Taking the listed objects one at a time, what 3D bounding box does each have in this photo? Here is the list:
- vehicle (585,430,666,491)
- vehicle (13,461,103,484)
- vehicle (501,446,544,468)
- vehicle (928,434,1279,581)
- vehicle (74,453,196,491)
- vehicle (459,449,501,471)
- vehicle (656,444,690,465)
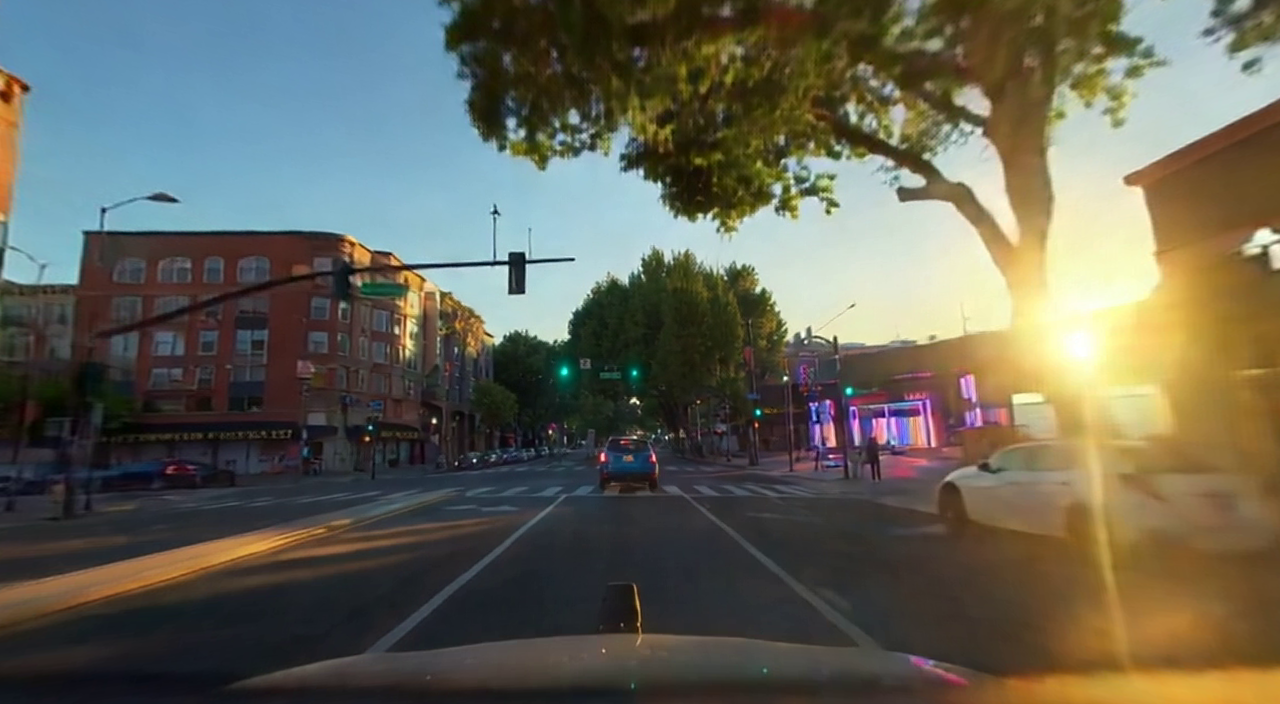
[{"bbox_3d":[-0.465,3.552,21.033,2.382,1.796,4.610,0,-8,-1],"label":"vehicle"},{"bbox_3d":[-43.078,8.926,46.802,4.641,1.566,1.883,0,-8,-3],"label":"vehicle"},{"bbox_3d":[-8.471,7.613,45.919,2.152,1.468,4.737,0,-8,0],"label":"vehicle"},{"bbox_3d":[6.049,1.944,8.796,1.986,1.515,4.265,0,-8,-1],"label":"vehicle"},{"bbox_3d":[-25.142,5.958,31.546,4.427,1.757,2.125,-1,-9,7],"label":"vehicle"},{"bbox_3d":[-11.931,8.049,47.321,1.972,1.475,4.381,0,-8,0],"label":"vehicle"},{"bbox_3d":[2.459,7.676,47.635,2.209,1.478,4.138,0,-8,-2],"label":"vehicle"}]
